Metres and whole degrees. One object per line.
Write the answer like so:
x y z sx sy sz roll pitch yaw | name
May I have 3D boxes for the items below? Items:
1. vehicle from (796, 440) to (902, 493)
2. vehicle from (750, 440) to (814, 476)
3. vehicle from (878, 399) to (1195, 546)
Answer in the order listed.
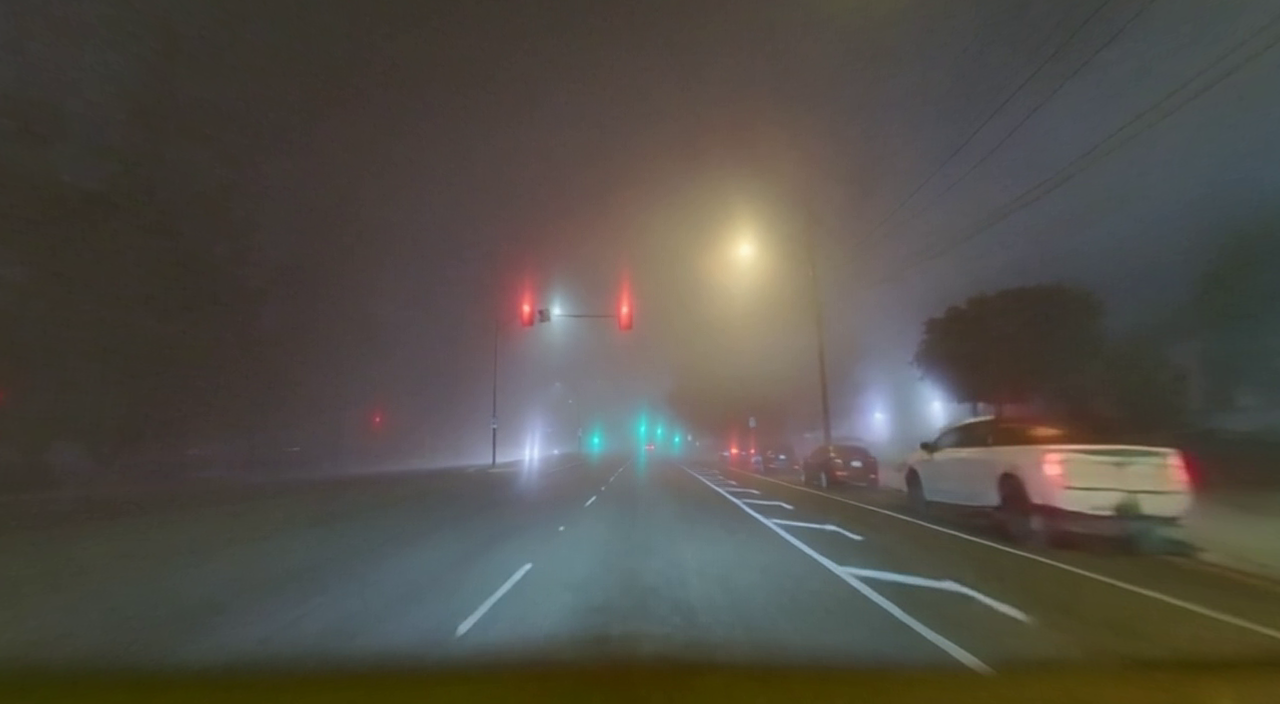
6.366 3.513 19.768 1.936 1.456 4.445 0 -8 2 | vehicle
6.473 4.866 29.197 1.976 1.498 4.390 0 -8 1 | vehicle
6.220 1.967 10.940 2.293 1.942 5.004 0 -8 1 | vehicle
